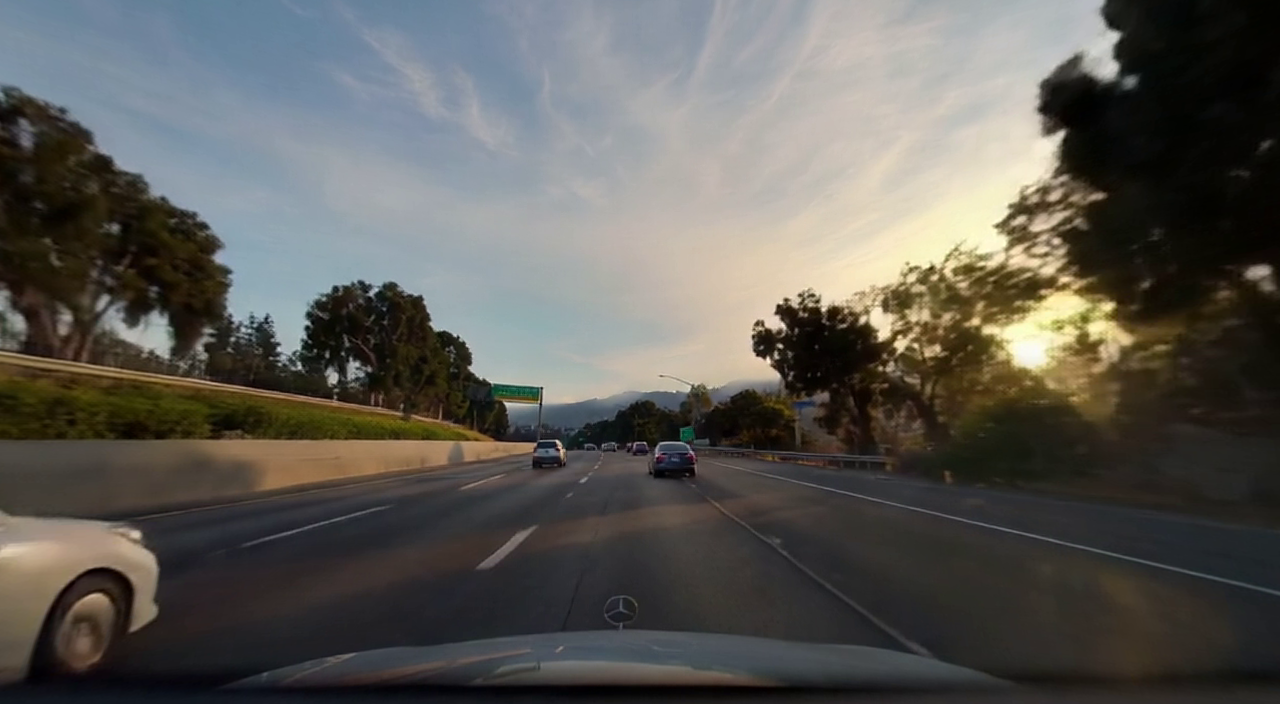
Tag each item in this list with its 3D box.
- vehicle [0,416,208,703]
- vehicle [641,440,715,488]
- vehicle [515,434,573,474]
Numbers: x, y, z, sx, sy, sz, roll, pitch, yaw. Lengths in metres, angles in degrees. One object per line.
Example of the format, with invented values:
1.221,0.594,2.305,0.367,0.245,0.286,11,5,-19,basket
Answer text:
-3.903,0.862,1.643,2.049,1.482,4.981,0,-8,0,vehicle
1.177,3.744,21.499,1.947,1.437,4.345,0,-8,-4,vehicle
-4.560,4.928,30.770,2.244,1.755,4.417,0,-8,-2,vehicle
